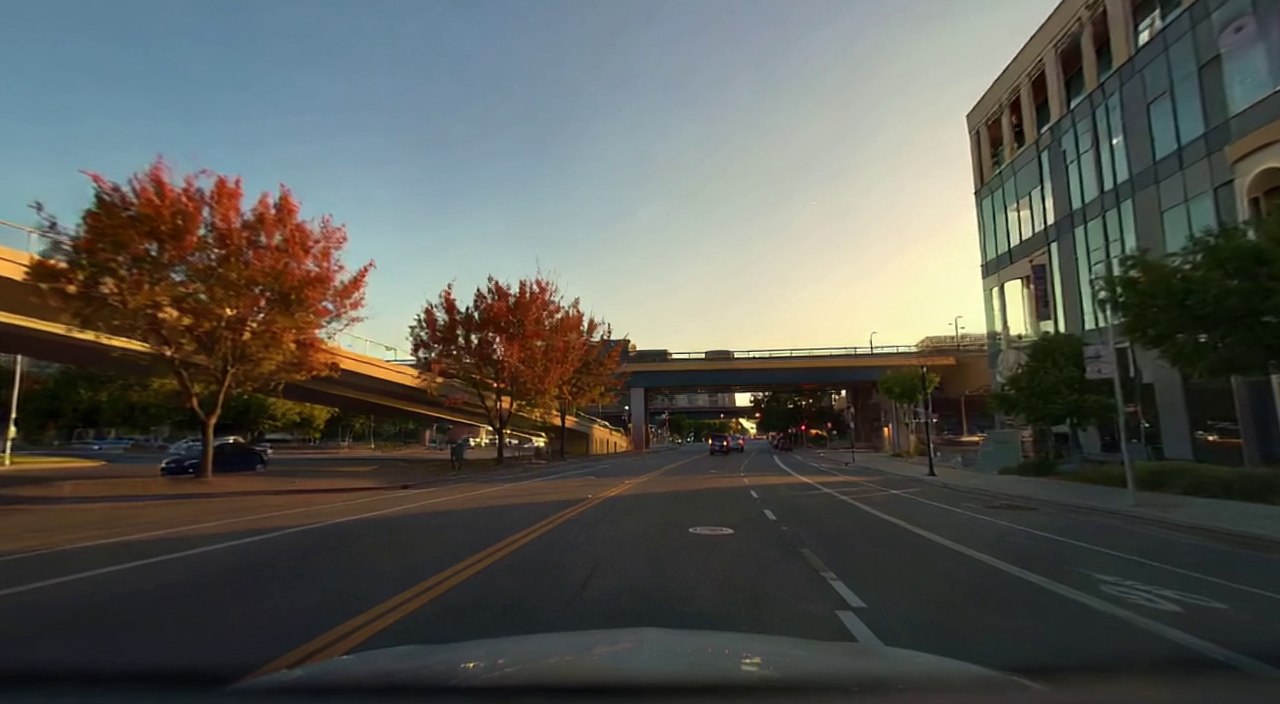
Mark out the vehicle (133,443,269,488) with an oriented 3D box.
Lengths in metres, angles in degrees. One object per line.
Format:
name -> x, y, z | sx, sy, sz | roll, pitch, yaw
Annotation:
vehicle -> -18.846, 4.864, 27.178 | 4.562, 1.464, 2.090 | -5, -6, 5

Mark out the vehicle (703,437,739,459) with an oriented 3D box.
vehicle -> 5.919, 6.967, 45.835 | 2.280, 1.475, 4.051 | -2, -9, 12
